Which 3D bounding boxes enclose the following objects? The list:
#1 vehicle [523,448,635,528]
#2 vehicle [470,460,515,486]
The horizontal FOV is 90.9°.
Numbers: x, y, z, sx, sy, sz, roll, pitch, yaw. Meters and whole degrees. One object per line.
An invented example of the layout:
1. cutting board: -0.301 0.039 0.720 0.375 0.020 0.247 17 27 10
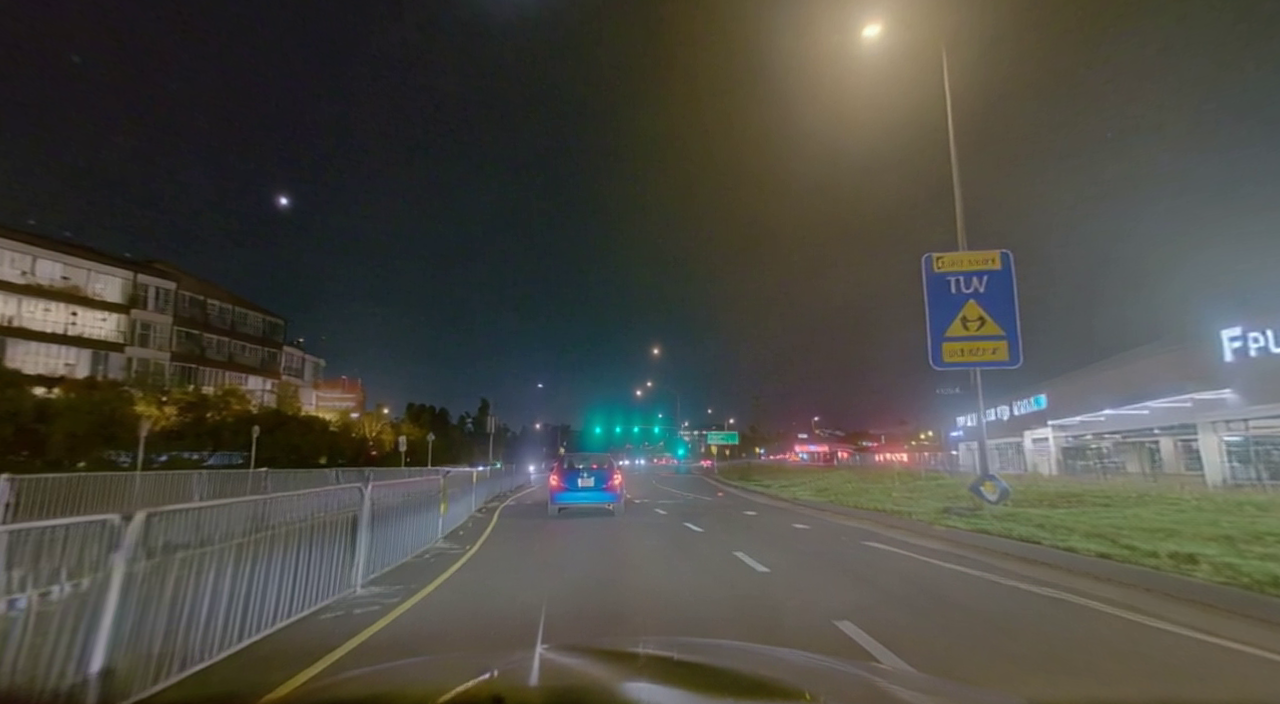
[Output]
1. vehicle: -1.349 2.812 13.643 2.063 1.442 3.933 1 -9 -7
2. vehicle: -9.818 8.057 42.116 1.854 1.472 3.728 -2 -8 4
